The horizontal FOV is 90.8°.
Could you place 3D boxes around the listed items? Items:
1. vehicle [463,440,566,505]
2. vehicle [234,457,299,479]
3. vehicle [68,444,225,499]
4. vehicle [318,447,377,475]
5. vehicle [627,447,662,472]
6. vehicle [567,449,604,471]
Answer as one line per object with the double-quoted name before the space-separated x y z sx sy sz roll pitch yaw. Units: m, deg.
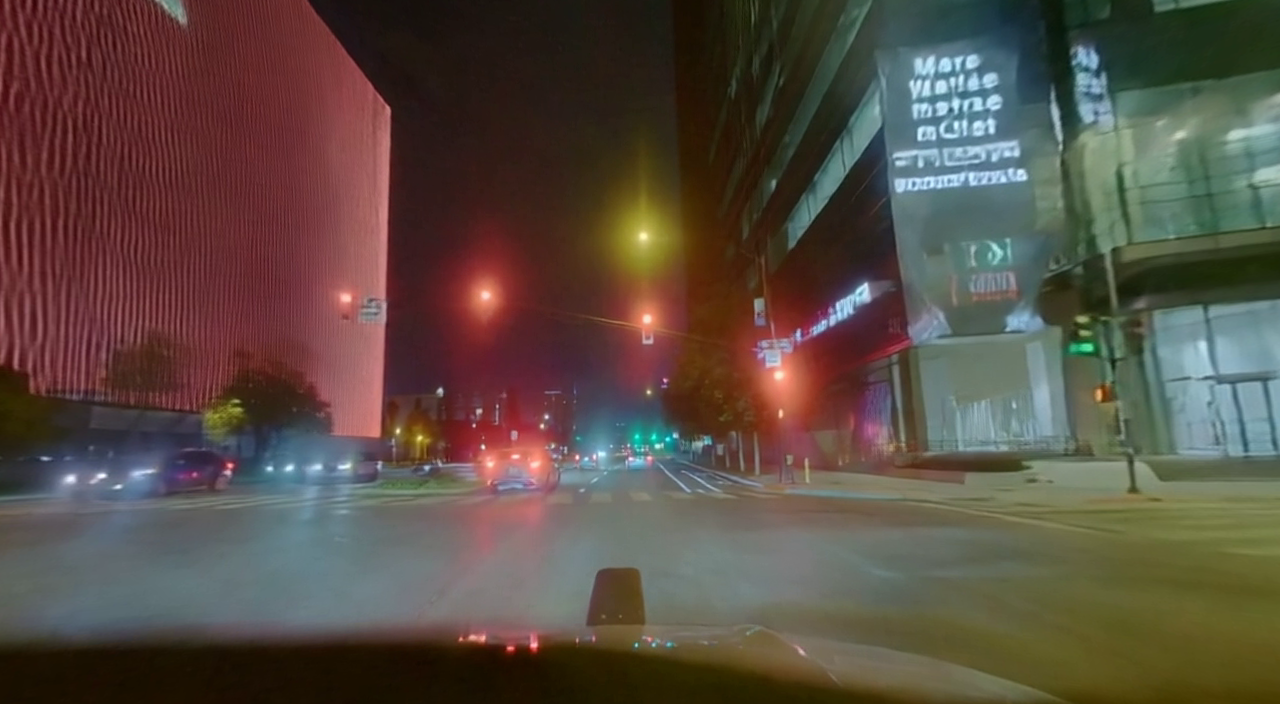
"vehicle" -3.246 3.201 17.175 1.983 1.545 3.773 0 -9 0
"vehicle" -26.728 8.280 45.408 1.972 1.436 4.502 0 -9 0
"vehicle" -17.228 4.151 22.420 1.926 1.711 4.516 0 -9 -1
"vehicle" -20.525 7.615 44.490 2.068 1.848 4.247 0 -9 0
"vehicle" 0.254 6.925 40.843 2.102 1.482 4.125 0 -9 0
"vehicle" -3.679 7.360 43.353 2.088 1.430 4.482 0 -9 0
